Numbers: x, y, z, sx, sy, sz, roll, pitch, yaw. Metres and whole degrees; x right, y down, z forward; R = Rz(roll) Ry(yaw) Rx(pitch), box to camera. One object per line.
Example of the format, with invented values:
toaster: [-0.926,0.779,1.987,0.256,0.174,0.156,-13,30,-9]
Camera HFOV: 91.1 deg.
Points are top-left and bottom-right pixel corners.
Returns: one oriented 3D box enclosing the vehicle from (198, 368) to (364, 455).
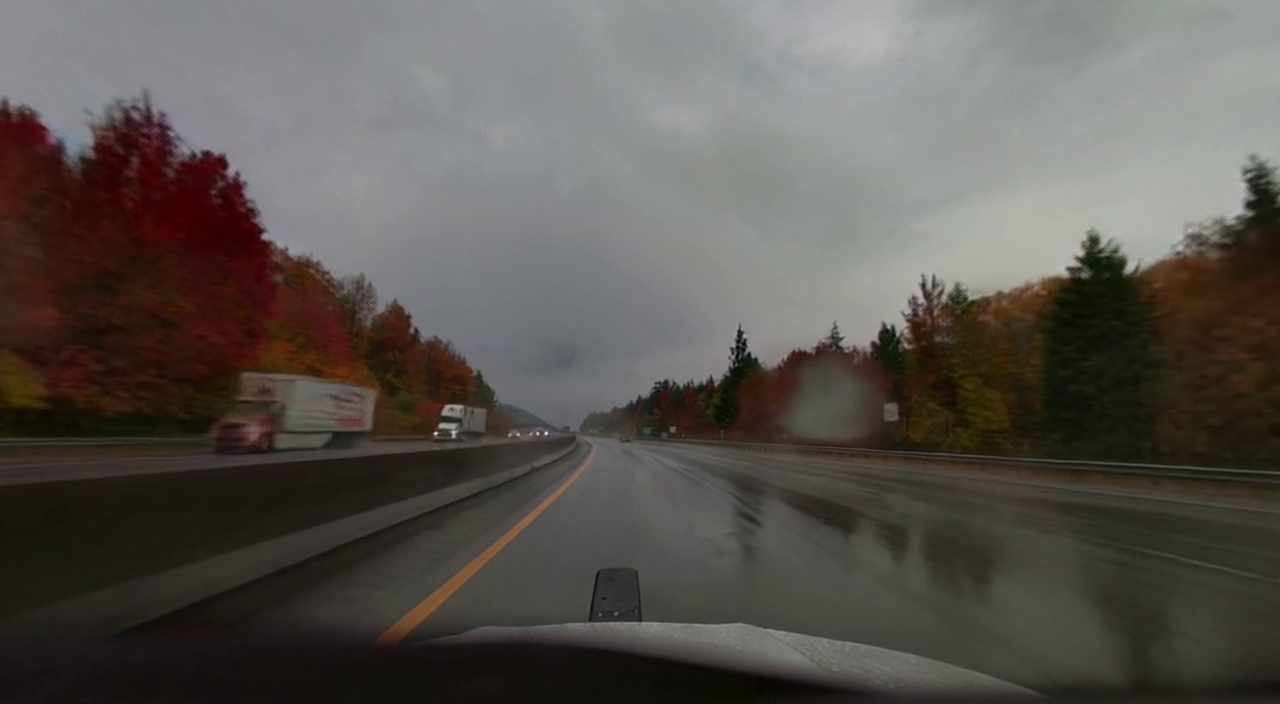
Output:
vehicle: [-17.910,3.278,32.637,2.949,3.792,10.330,0,-8,-3]
